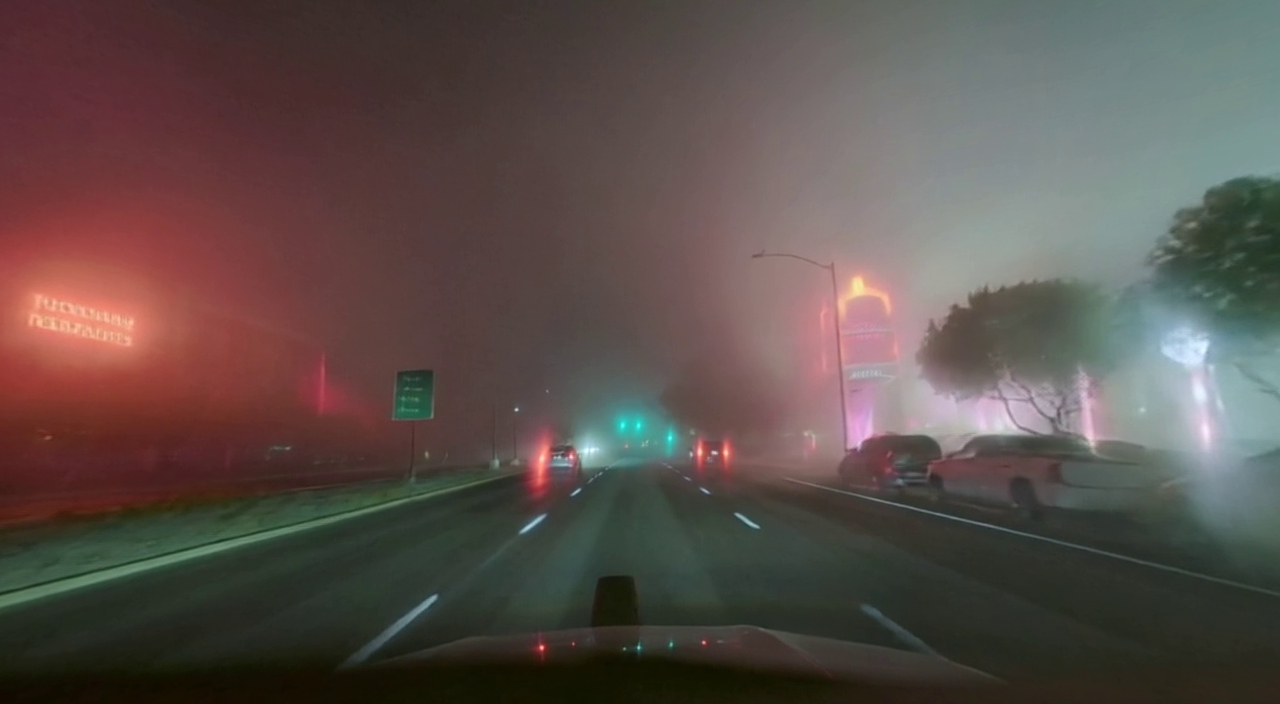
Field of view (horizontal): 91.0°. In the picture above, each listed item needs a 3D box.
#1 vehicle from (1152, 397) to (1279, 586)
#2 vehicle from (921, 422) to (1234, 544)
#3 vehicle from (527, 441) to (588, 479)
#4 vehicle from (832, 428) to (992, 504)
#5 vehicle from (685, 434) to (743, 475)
[{"bbox_3d":[7.008,1.197,5.138,2.039,1.749,4.193,0,-8,-1],"label":"vehicle"},{"bbox_3d":[6.800,2.060,10.565,2.078,1.597,4.289,0,-8,-1],"label":"vehicle"},{"bbox_3d":[-3.387,4.499,26.556,2.005,1.477,4.169,0,-8,0],"label":"vehicle"},{"bbox_3d":[6.828,2.902,16.550,1.950,1.678,4.985,0,-8,0],"label":"vehicle"},{"bbox_3d":[3.384,4.770,29.527,2.083,1.743,4.354,0,-8,-1],"label":"vehicle"}]
